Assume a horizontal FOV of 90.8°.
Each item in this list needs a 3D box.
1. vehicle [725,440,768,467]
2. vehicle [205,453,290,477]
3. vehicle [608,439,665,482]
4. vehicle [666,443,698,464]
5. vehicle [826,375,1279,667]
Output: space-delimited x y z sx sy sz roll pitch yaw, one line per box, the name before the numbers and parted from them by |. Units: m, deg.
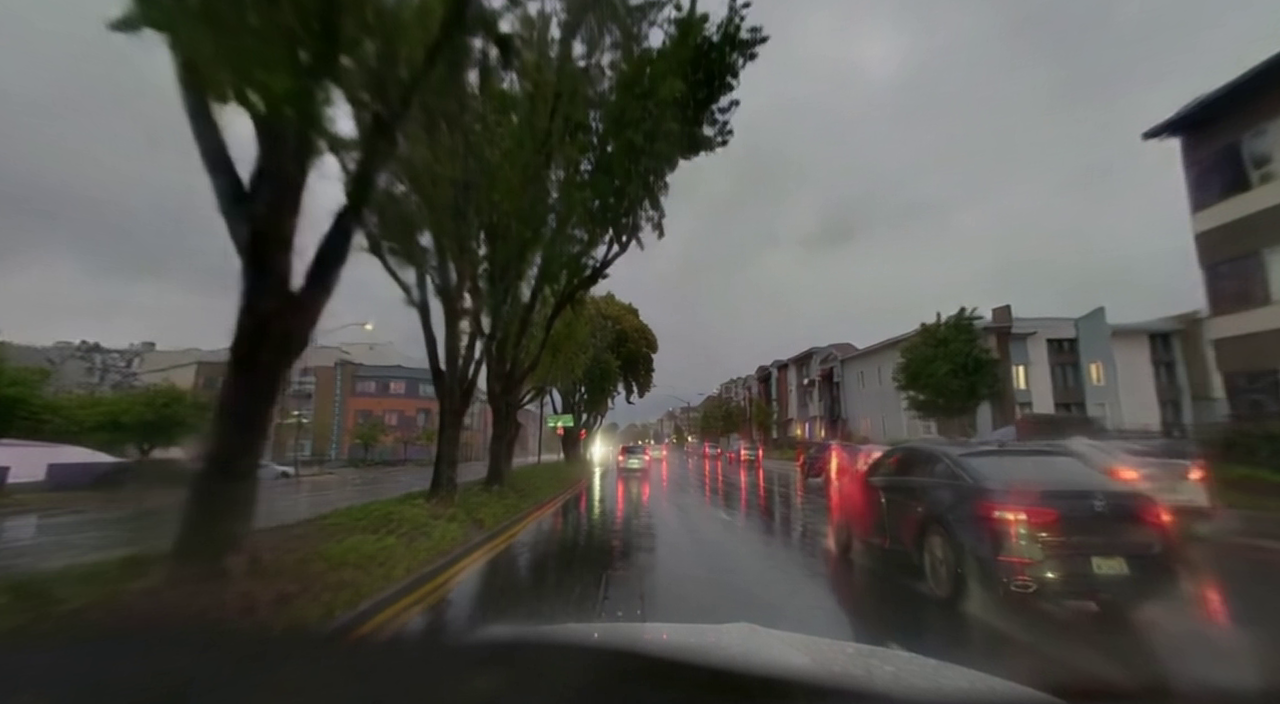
vehicle | 7.336 7.027 43.828 2.115 1.739 4.528 0 -9 -1
vehicle | -27.927 8.052 45.082 4.732 1.497 2.077 -2 -9 3
vehicle | -0.124 4.127 24.188 2.006 1.487 3.535 -1 -9 0
vehicle | 3.053 7.445 46.518 1.910 1.474 4.003 0 -9 -2
vehicle | 3.372 1.305 5.860 1.949 1.723 4.020 0 -9 -1
